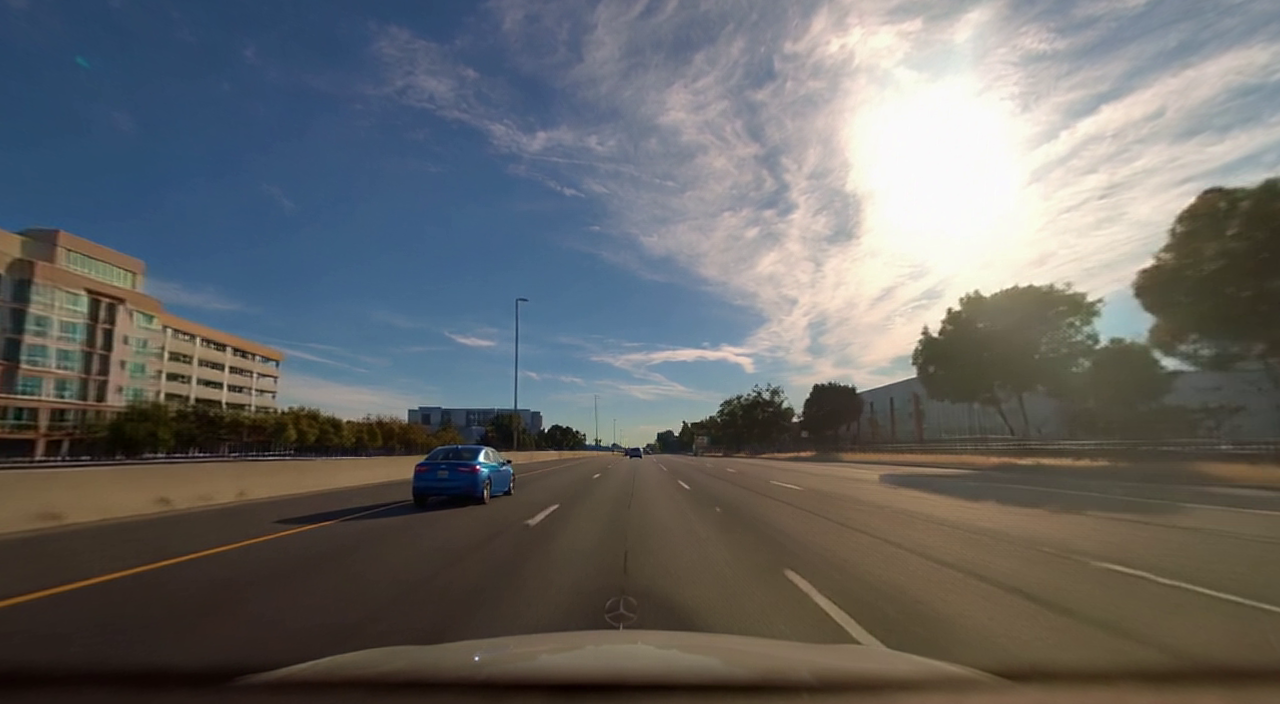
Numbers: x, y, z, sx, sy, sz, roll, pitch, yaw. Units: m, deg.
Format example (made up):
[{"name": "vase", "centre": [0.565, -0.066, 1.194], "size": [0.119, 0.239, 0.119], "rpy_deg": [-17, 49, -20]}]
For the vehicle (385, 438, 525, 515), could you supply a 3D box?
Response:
[{"name": "vehicle", "centre": [-4.077, 2.809, 14.777], "size": [1.900, 1.492, 4.495], "rpy_deg": [0, -9, 0]}]
